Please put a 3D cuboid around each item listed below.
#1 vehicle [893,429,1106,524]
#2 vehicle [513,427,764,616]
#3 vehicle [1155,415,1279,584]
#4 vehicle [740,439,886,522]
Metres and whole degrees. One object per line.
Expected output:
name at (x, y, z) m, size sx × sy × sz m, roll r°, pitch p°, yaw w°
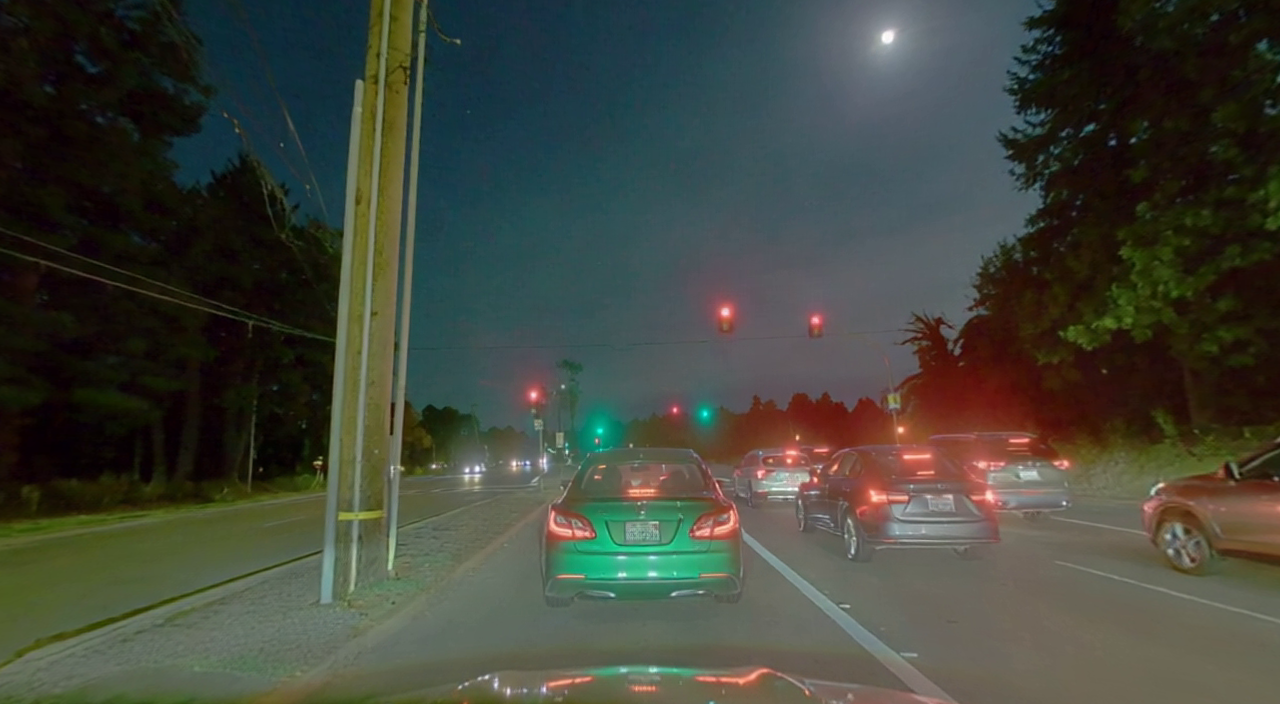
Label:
vehicle at (7.014, 2.461, 12.915) m, size 1.923 × 1.611 × 4.094 m, roll 0°, pitch -9°, yaw 0°
vehicle at (0.009, 1.683, 7.096) m, size 2.015 × 1.502 × 3.898 m, roll 0°, pitch -9°, yaw 1°
vehicle at (6.932, 1.336, 5.588) m, size 1.783 × 1.572 × 3.421 m, roll 0°, pitch -9°, yaw 1°
vehicle at (3.528, 2.716, 13.828) m, size 1.934 × 1.494 × 4.446 m, roll 0°, pitch -9°, yaw 0°
